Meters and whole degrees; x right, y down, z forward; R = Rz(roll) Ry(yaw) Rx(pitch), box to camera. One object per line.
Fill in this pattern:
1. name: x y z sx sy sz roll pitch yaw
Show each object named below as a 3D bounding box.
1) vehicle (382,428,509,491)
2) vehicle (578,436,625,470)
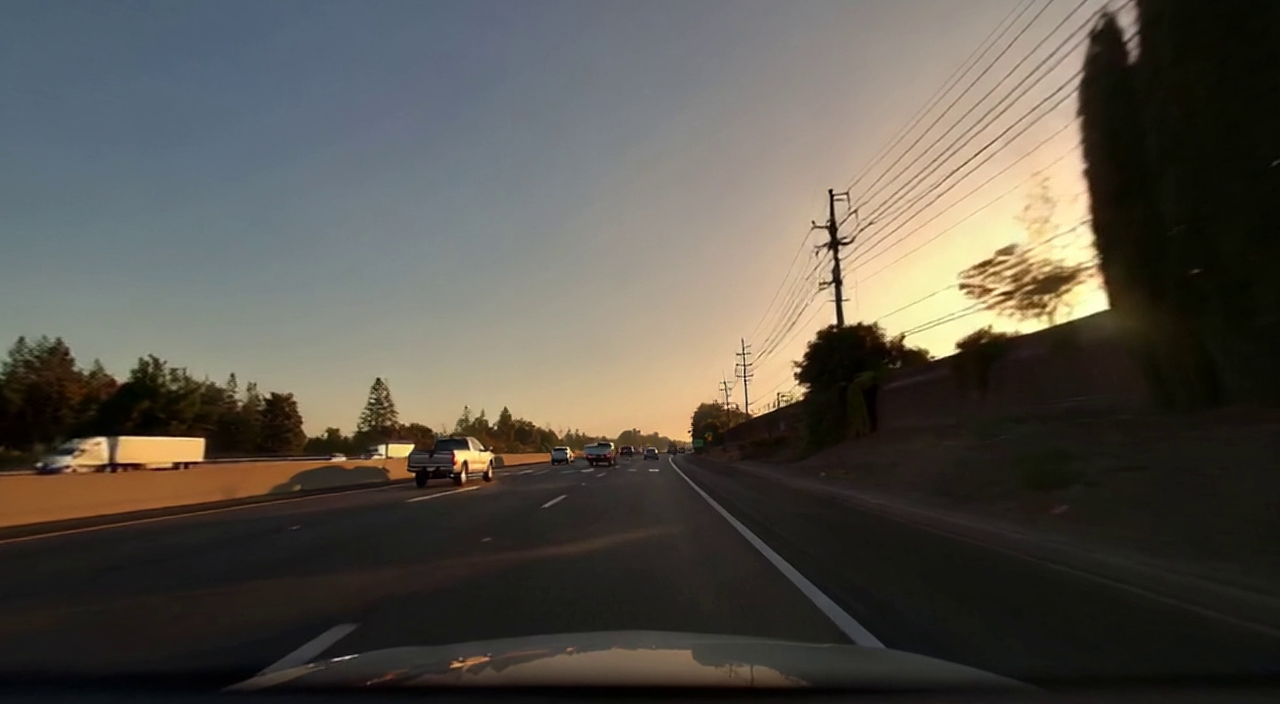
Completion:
1. vehicle: -6.810 3.872 23.156 2.460 1.992 6.474 0 -8 1
2. vehicle: -2.377 6.494 40.678 2.448 2.025 5.193 0 -8 3
